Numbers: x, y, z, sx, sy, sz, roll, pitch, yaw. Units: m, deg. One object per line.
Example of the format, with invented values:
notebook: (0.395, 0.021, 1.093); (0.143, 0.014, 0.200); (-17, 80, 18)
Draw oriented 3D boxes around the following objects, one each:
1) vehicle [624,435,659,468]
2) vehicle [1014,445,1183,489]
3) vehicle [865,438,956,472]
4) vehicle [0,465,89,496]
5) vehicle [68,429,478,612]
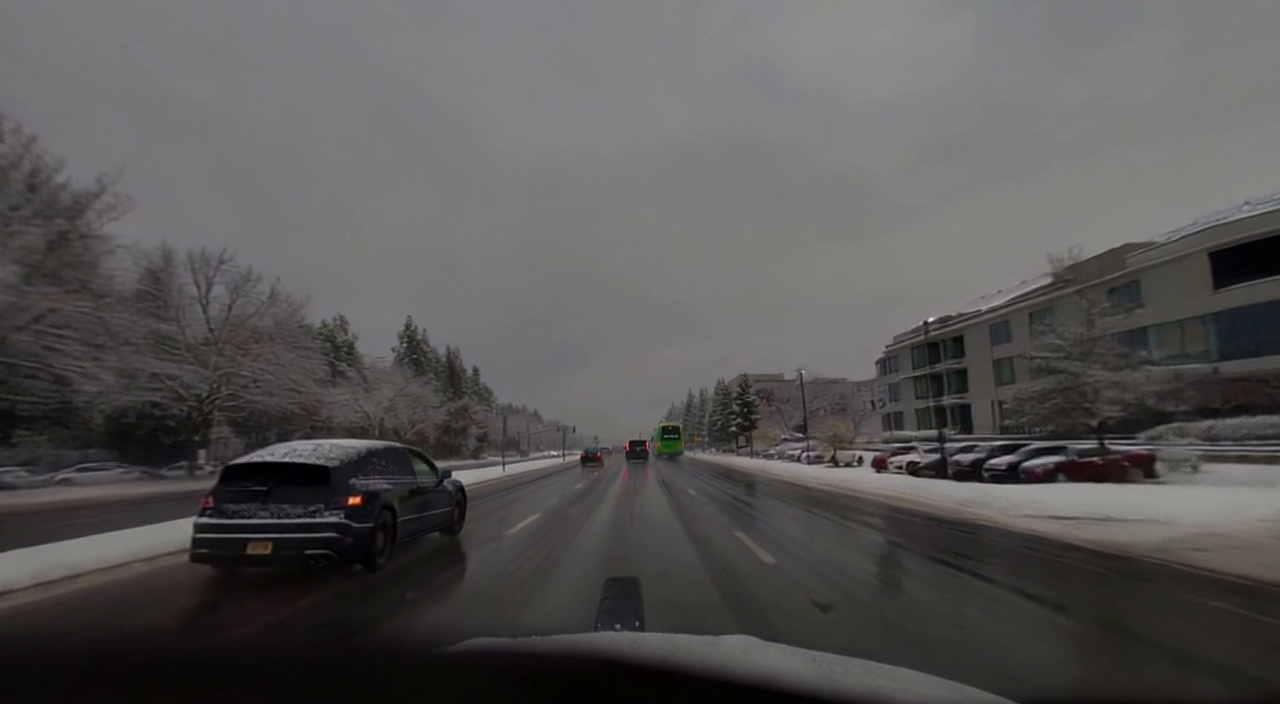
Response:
vehicle: (0.050, 6.983, 44.373); (2.336, 2.122, 5.207); (0, -9, -1)
vehicle: (16.642, 4.183, 23.111); (4.682, 1.507, 1.878); (0, -9, 0)
vehicle: (16.818, 6.420, 39.433); (4.520, 1.834, 2.167); (-3, -10, -1)
vehicle: (-33.759, 7.097, 35.021); (4.553, 1.621, 1.999); (-1, -9, 4)
vehicle: (-3.595, 1.729, 7.497); (2.120, 1.481, 4.535); (0, -9, 0)
